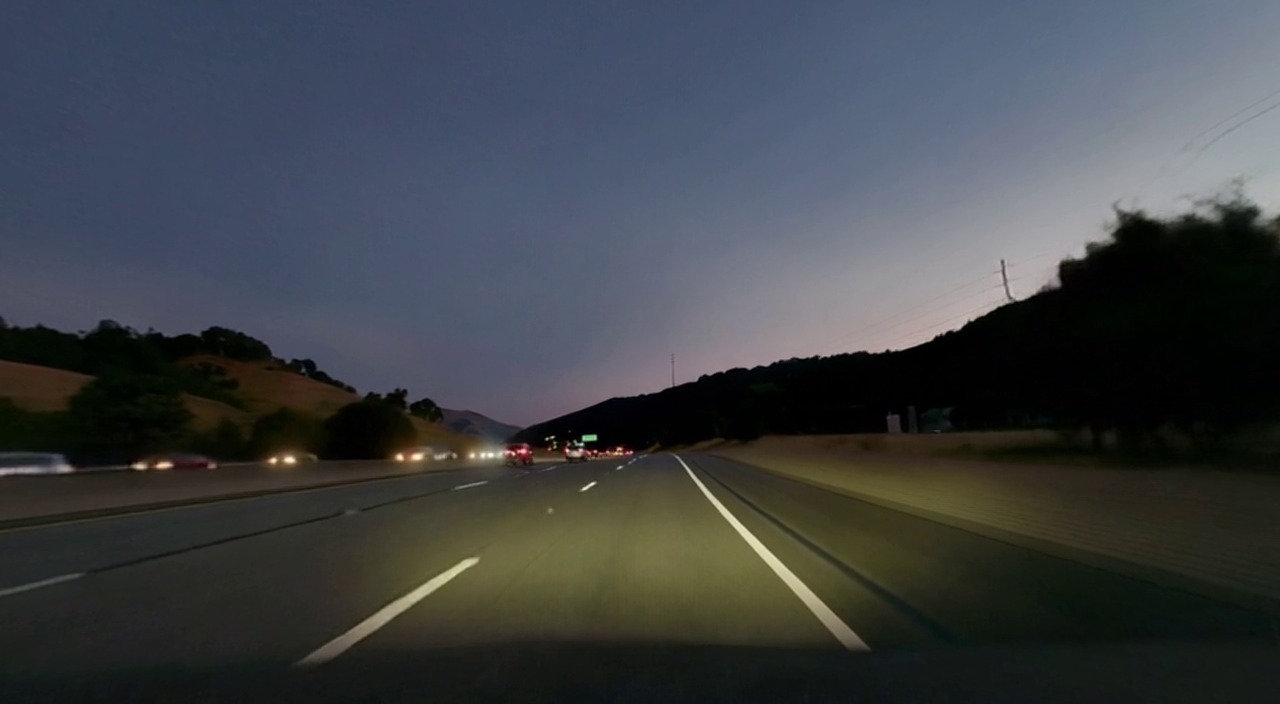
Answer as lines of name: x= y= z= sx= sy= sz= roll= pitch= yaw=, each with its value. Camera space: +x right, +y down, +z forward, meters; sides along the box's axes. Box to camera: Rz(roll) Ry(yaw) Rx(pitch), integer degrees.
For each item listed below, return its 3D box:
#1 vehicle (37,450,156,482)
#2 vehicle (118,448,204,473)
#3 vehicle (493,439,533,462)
vehicle: x=-27.671 y=5.774 z=32.209 sx=1.874 sy=1.478 sz=4.568 roll=0 pitch=-9 yaw=2
vehicle: x=-31.096 y=7.073 z=40.941 sx=1.868 sy=1.495 sz=4.576 roll=-1 pitch=-9 yaw=3
vehicle: x=-9.942 y=7.736 z=49.448 sx=2.063 sy=1.743 sz=4.392 roll=0 pitch=-8 yaw=3
